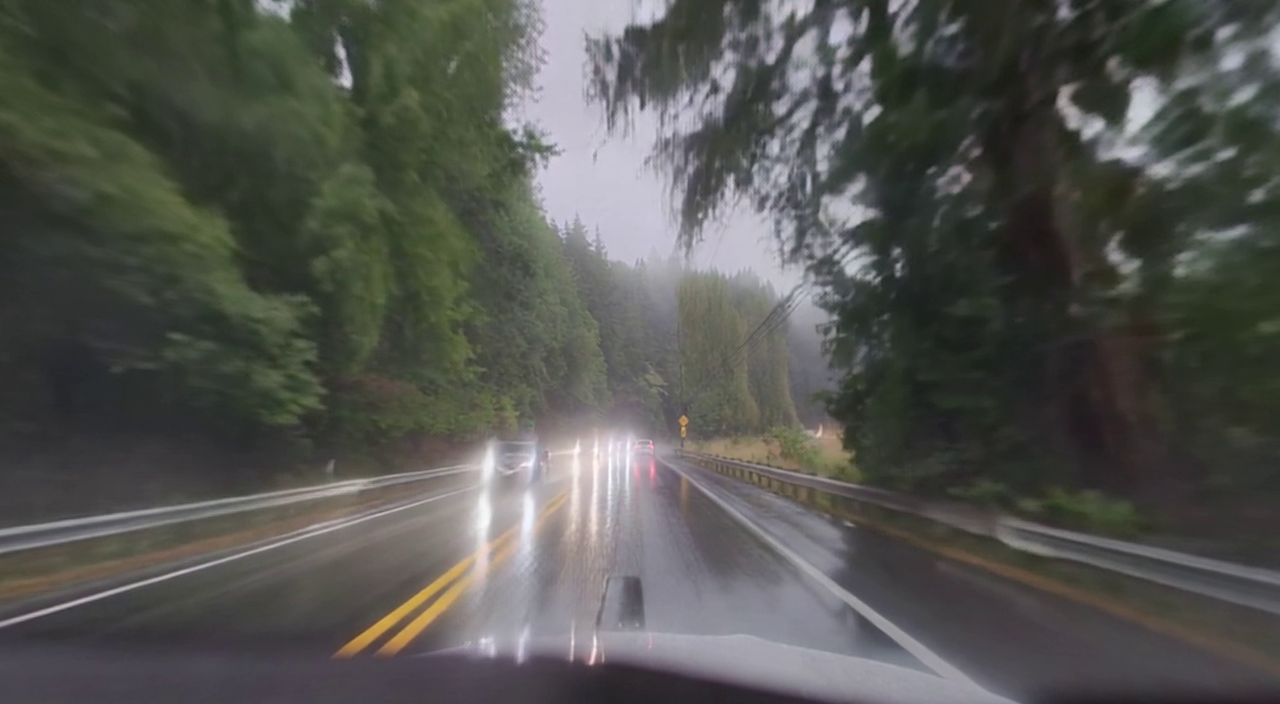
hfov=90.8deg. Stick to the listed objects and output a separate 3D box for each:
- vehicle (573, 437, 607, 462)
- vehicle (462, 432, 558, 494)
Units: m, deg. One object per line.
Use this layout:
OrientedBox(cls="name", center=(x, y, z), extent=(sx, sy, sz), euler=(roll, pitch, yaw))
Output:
OrientedBox(cls="vehicle", center=(-3.608, 7.123, 46.181), extent=(2.013, 1.743, 4.205), euler=(0, -9, 2))
OrientedBox(cls="vehicle", center=(-3.927, 3.444, 19.902), extent=(2.155, 1.727, 4.142), euler=(0, -9, 0))
